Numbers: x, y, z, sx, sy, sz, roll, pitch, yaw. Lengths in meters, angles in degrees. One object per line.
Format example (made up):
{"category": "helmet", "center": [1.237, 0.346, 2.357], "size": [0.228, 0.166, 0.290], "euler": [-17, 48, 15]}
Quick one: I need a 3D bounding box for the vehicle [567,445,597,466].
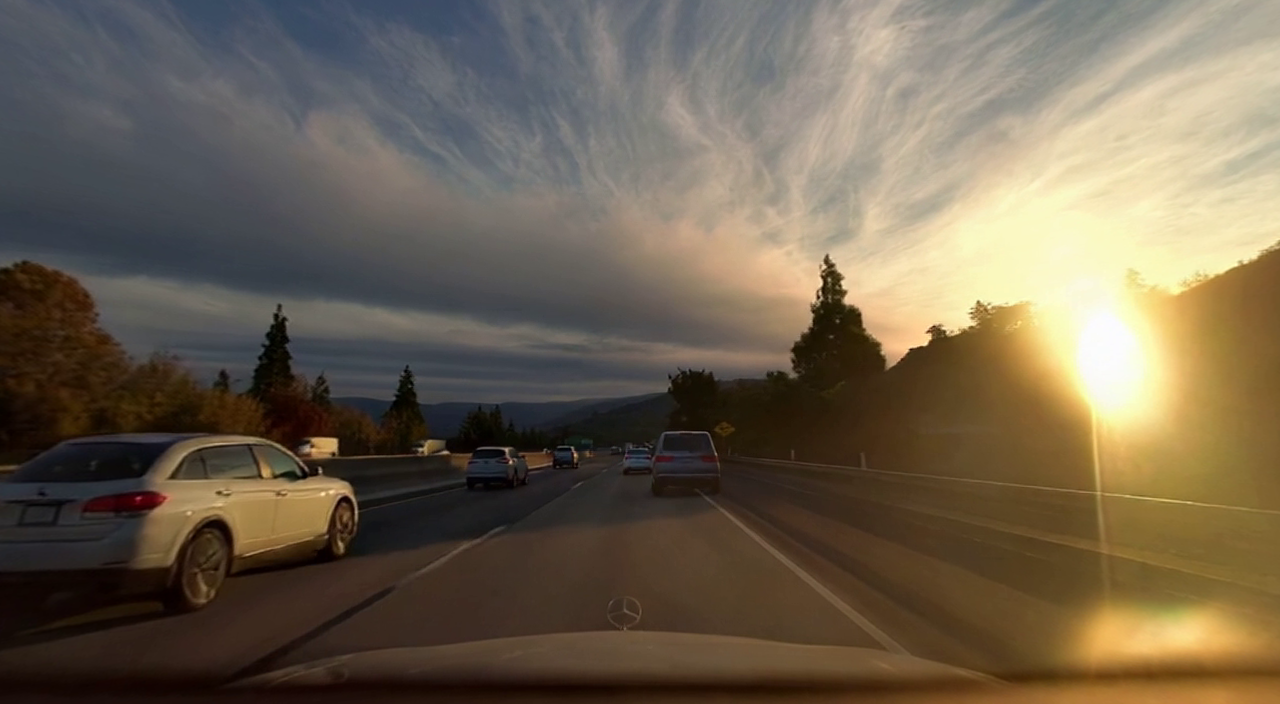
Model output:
{"category": "vehicle", "center": [-4.458, 8.011, 48.753], "size": [1.855, 1.527, 4.209], "euler": [0, -9, 1]}

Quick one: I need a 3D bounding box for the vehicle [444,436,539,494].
{"category": "vehicle", "center": [-4.610, 3.569, 20.283], "size": [1.934, 1.642, 4.201], "euler": [0, -9, 2]}

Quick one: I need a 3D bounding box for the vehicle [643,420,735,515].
{"category": "vehicle", "center": [1.019, 2.673, 14.956], "size": [1.825, 1.920, 3.960], "euler": [0, -9, 0]}

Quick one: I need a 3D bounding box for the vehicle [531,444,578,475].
{"category": "vehicle", "center": [-4.439, 5.647, 33.256], "size": [1.867, 1.489, 3.829], "euler": [0, -9, 1]}

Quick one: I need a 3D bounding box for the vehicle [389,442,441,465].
{"category": "vehicle", "center": [-15.553, 7.035, 43.778], "size": [1.996, 1.519, 4.282], "euler": [0, -9, 1]}

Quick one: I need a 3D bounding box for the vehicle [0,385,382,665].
{"category": "vehicle", "center": [-4.264, 1.321, 5.775], "size": [2.034, 1.642, 3.969], "euler": [0, -9, 1]}
